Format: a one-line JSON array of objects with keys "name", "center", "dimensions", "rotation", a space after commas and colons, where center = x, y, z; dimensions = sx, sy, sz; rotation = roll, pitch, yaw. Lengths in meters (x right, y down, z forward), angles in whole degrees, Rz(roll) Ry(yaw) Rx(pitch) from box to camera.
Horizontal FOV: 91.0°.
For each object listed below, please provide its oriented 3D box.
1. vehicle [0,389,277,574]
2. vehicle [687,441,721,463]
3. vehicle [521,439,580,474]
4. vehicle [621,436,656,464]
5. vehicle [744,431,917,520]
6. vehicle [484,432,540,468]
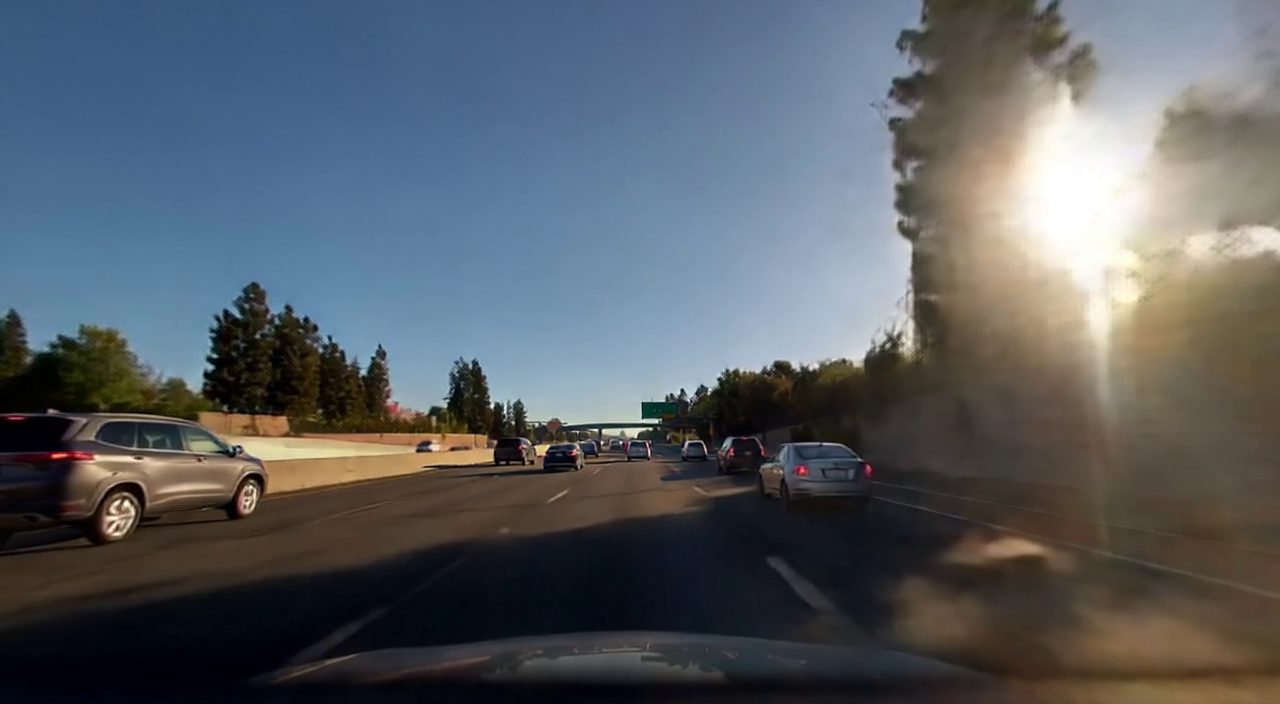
[{"name": "vehicle", "center": [-7.436, 1.652, 8.691], "dimensions": [2.142, 1.849, 4.566], "rotation": [0, -9, -1]}, {"name": "vehicle", "center": [4.477, 7.074, 44.666], "dimensions": [1.944, 1.465, 4.245], "rotation": [0, -9, 0]}, {"name": "vehicle", "center": [-4.009, 4.747, 28.852], "dimensions": [2.071, 1.478, 4.130], "rotation": [0, -9, 1]}, {"name": "vehicle", "center": [-0.098, 6.436, 41.469], "dimensions": [2.158, 1.706, 4.219], "rotation": [0, -9, 0]}, {"name": "vehicle", "center": [3.647, 2.468, 13.103], "dimensions": [2.141, 1.507, 4.510], "rotation": [0, -9, 0]}, {"name": "vehicle", "center": [-7.010, 5.429, 34.937], "dimensions": [2.111, 1.811, 4.391], "rotation": [0, -9, 1]}]
